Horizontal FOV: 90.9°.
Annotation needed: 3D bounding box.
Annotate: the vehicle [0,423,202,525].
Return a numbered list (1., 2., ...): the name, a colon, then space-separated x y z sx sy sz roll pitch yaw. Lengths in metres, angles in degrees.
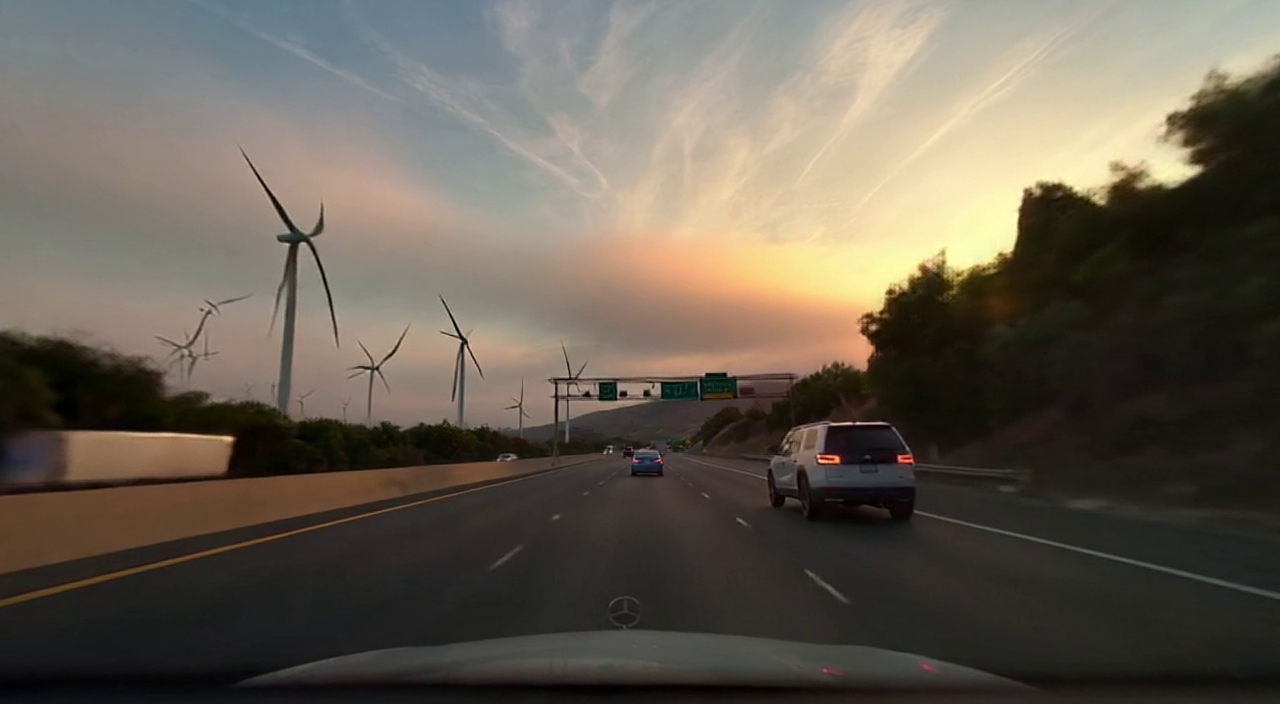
1. vehicle: -19.592 4.084 21.799 2.778 2.875 8.205 0 -9 1

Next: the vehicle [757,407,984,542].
1. vehicle: 3.676 2.095 11.323 2.104 1.861 4.956 0 -9 -1

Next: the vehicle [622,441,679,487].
1. vehicle: 0.366 4.394 25.037 2.083 1.653 3.787 0 -9 0
